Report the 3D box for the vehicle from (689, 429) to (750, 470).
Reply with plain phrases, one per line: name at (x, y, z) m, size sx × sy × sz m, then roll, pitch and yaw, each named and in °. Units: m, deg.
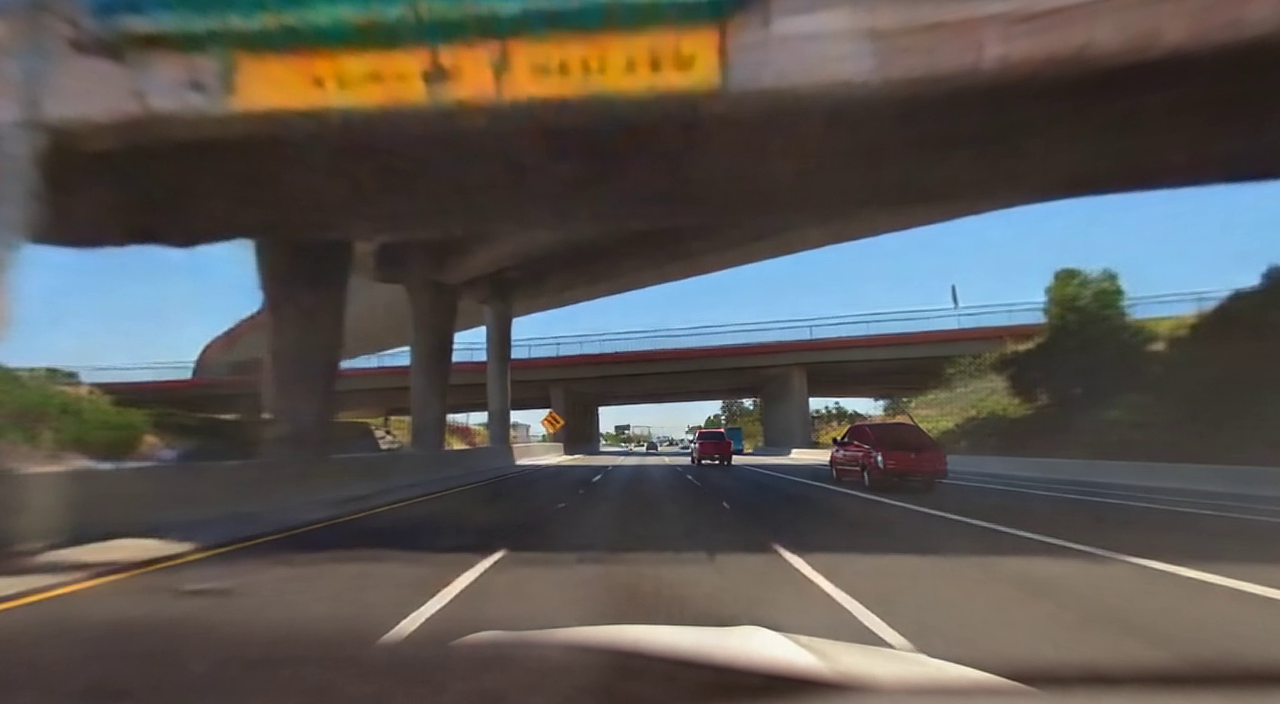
vehicle at (4.144, 5.251, 33.945) m, size 2.505 × 2.020 × 5.532 m, roll 0°, pitch -9°, yaw -1°
